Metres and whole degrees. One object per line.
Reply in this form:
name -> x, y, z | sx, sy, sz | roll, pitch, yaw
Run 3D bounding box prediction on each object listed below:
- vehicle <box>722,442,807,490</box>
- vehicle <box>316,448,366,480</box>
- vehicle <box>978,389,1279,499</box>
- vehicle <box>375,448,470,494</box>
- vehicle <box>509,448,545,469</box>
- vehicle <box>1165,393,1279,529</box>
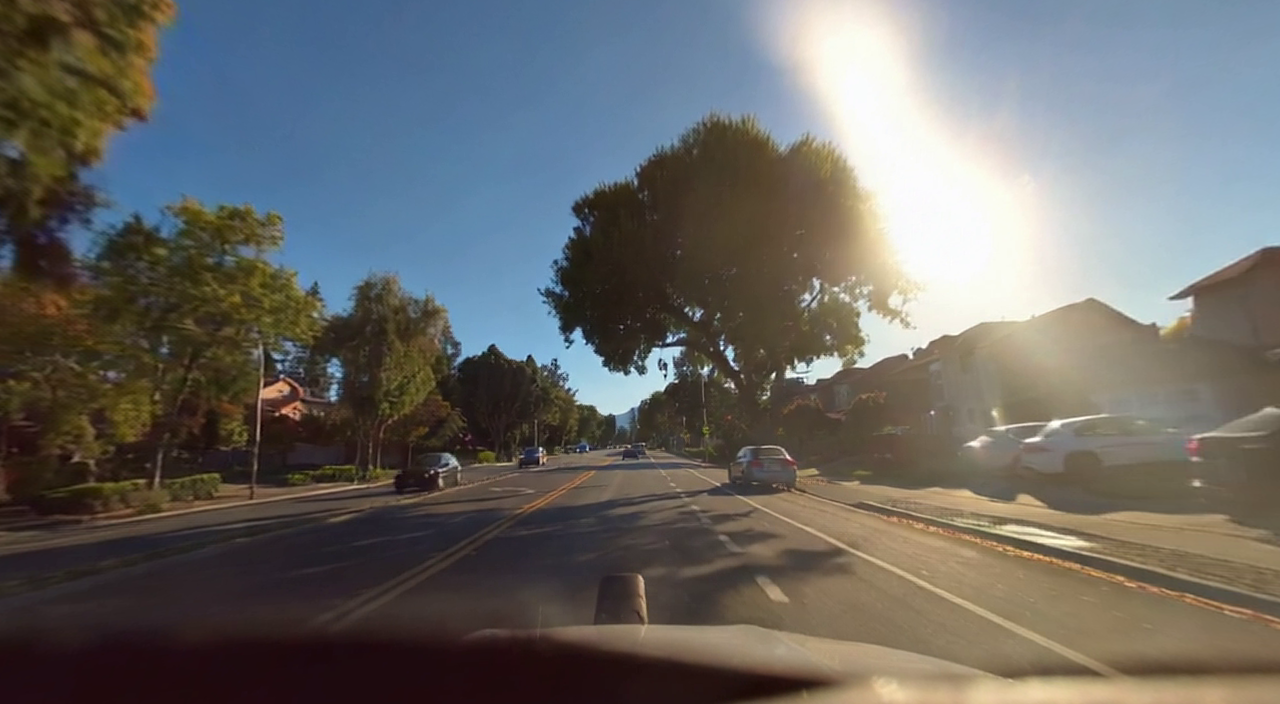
vehicle -> 4.222, 3.935, 22.200 | 2.011, 1.458, 4.633 | 0, -8, 0
vehicle -> -18.831, 7.015, 40.068 | 2.141, 1.797, 5.403 | 3, -8, -18
vehicle -> 10.221, 1.953, 13.461 | 4.578, 2.084, 2.428 | -1, -8, 2
vehicle -> -8.286, 4.535, 24.564 | 2.005, 1.589, 4.648 | 0, -9, 0
vehicle -> -8.687, 8.239, 48.970 | 1.920, 1.516, 4.311 | 0, -8, 1
vehicle -> 10.746, 1.282, 8.732 | 4.964, 1.739, 2.184 | -5, -10, -4
